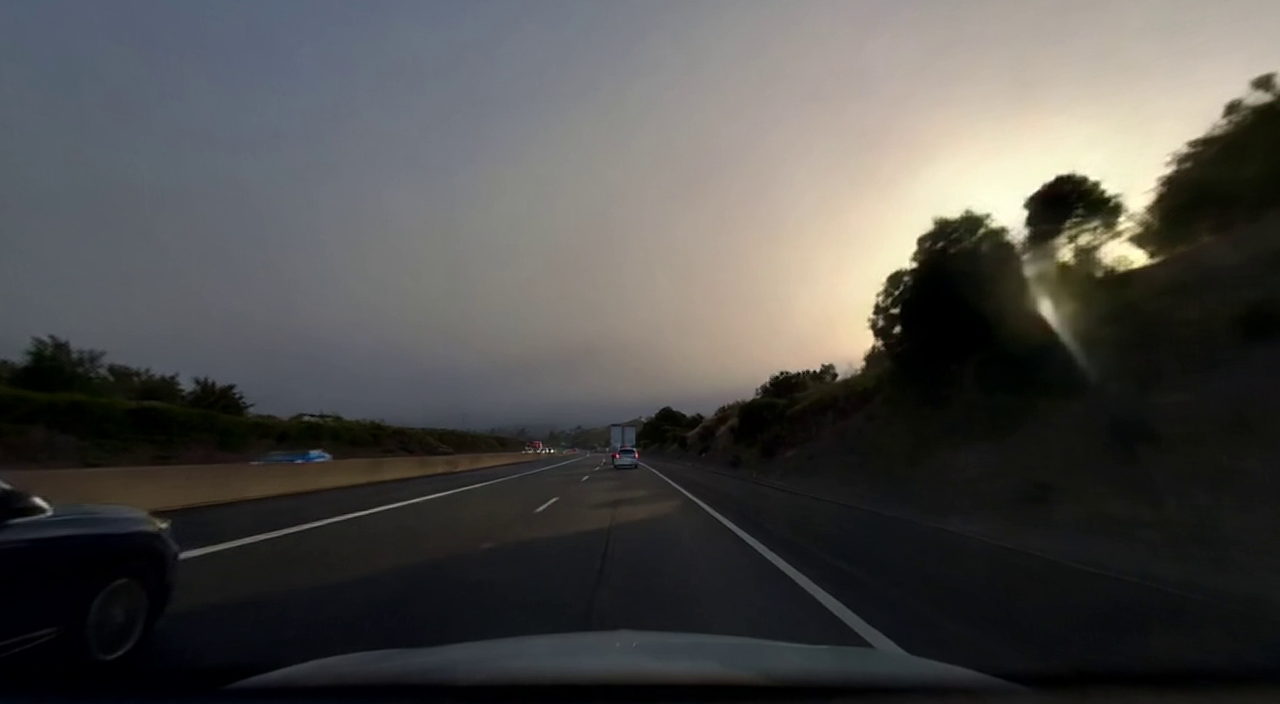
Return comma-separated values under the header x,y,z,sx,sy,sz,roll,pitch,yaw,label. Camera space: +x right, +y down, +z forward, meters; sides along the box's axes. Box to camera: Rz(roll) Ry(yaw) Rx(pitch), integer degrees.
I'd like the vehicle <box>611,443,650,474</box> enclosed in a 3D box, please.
x,y,z,sx,sy,sz,roll,pitch,yaw,label
-0.597,6.425,37.863,2.230,1.715,4.243,0,-9,-1,vehicle

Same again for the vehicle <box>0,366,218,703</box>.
x,y,z,sx,sy,sz,roll,pitch,yaw,label
-4.022,0.757,1.916,2.181,1.653,4.691,0,-9,0,vehicle

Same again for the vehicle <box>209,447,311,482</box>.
x,y,z,sx,sy,sz,roll,pitch,yaw,label
-17.849,5.290,29.740,1.937,1.513,4.686,0,-9,-1,vehicle
